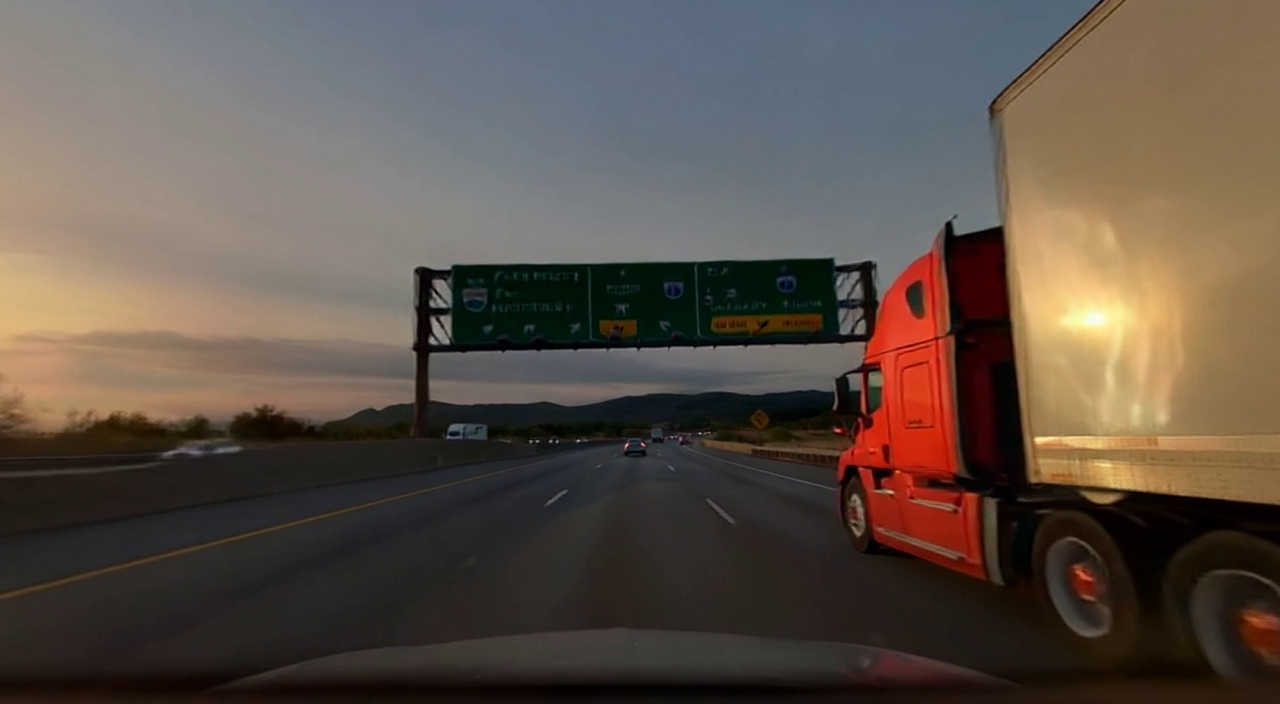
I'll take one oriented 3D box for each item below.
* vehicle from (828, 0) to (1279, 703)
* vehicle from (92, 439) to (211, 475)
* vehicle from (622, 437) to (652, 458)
[{"bbox_3d":[3.704,-0.023,3.627,3.222,3.915,6.030,0,-8,-1],"label":"vehicle"},{"bbox_3d":[-22.080,4.713,28.750,1.883,1.492,4.375,0,-8,0],"label":"vehicle"},{"bbox_3d":[-0.211,7.183,47.554,2.140,1.475,3.969,0,-8,0],"label":"vehicle"}]
